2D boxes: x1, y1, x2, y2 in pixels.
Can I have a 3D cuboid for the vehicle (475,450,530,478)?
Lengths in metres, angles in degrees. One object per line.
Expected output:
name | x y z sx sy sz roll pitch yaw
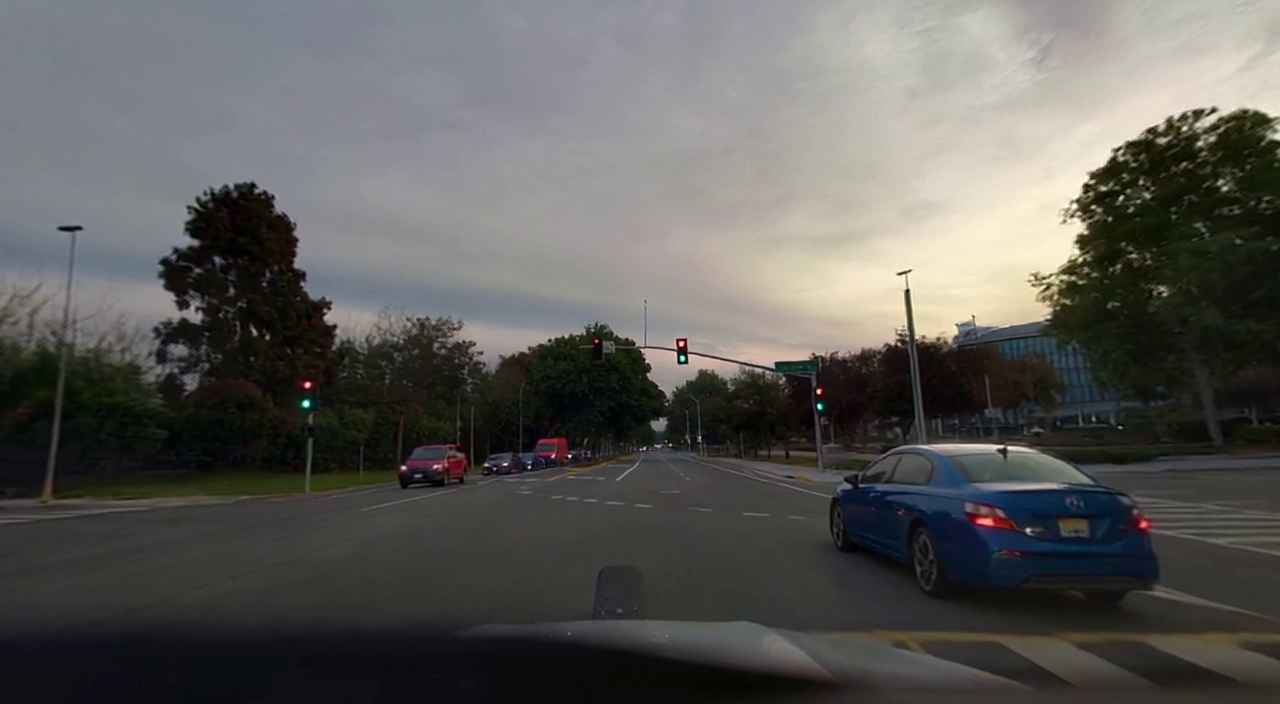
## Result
vehicle | -8.040 6.567 37.377 1.906 1.468 4.686 -1 -8 3

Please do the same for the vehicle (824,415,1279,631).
vehicle | 3.828 1.618 7.133 2.129 1.581 4.780 0 -8 1

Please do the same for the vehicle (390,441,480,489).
vehicle | -8.550 4.742 26.924 2.130 1.874 4.691 0 -8 2
